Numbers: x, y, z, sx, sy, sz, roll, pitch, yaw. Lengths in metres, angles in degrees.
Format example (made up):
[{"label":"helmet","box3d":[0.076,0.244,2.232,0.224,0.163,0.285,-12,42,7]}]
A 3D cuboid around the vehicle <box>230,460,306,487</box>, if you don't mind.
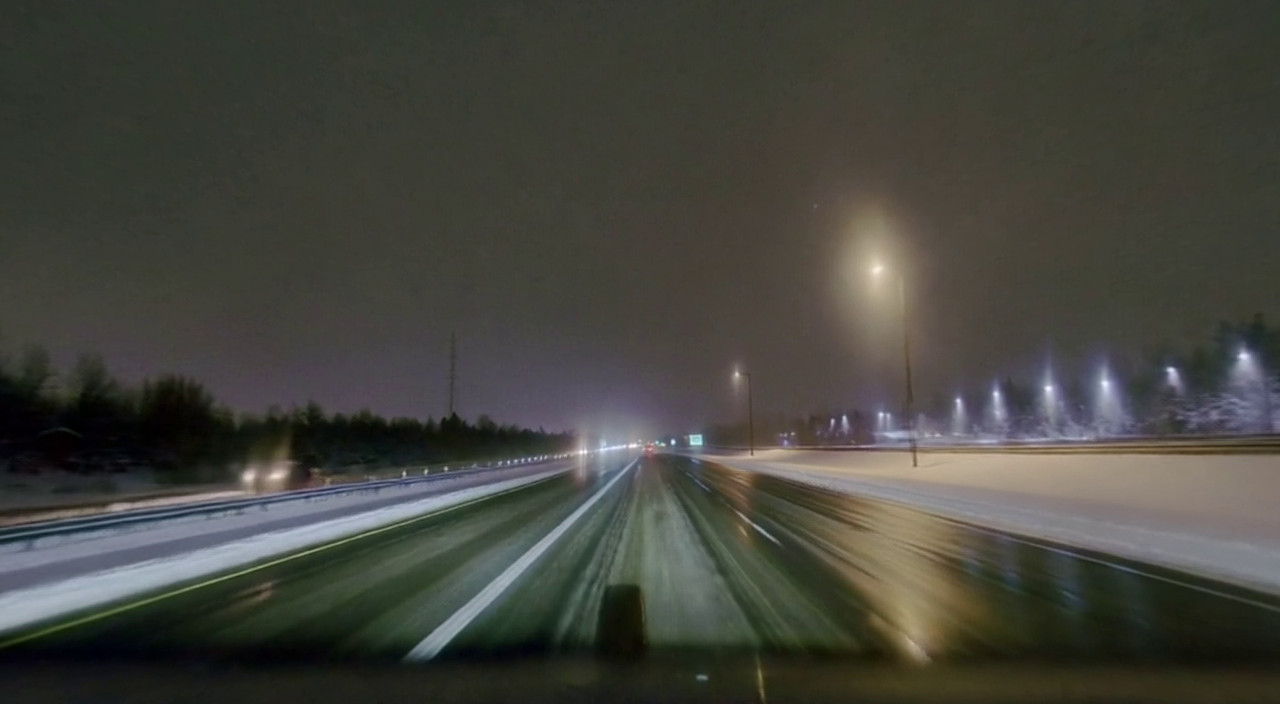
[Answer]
[{"label":"vehicle","box3d":[-23.744,7.737,40.503,1.918,1.462,4.722,-1,-8,2]}]
